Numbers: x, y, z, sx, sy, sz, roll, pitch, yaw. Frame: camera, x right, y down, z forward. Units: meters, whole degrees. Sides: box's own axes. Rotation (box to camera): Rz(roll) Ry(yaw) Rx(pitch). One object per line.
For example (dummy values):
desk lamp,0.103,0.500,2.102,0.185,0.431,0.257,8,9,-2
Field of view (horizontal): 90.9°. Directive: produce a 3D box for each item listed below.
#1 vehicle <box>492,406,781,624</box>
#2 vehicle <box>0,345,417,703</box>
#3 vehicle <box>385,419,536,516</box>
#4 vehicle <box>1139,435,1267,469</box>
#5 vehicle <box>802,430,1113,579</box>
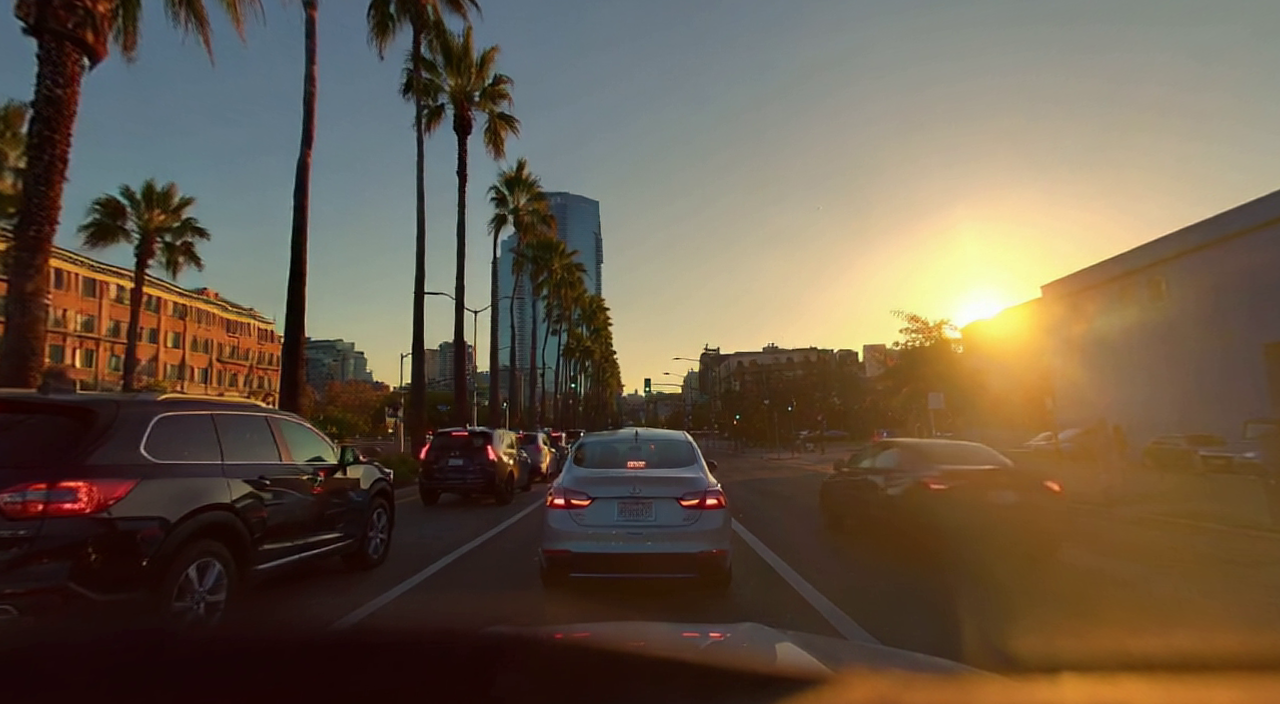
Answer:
vehicle,-0.052,1.518,6.843,2.114,1.585,4.285,0,-8,-1
vehicle,-3.540,1.149,5.066,1.914,1.741,4.398,0,-8,-1
vehicle,-3.477,2.319,13.078,1.840,1.684,4.041,0,-8,1
vehicle,25.473,4.528,28.640,3.914,1.427,1.779,-2,-8,5
vehicle,3.892,1.927,8.878,1.982,1.480,4.572,2,-8,-1
